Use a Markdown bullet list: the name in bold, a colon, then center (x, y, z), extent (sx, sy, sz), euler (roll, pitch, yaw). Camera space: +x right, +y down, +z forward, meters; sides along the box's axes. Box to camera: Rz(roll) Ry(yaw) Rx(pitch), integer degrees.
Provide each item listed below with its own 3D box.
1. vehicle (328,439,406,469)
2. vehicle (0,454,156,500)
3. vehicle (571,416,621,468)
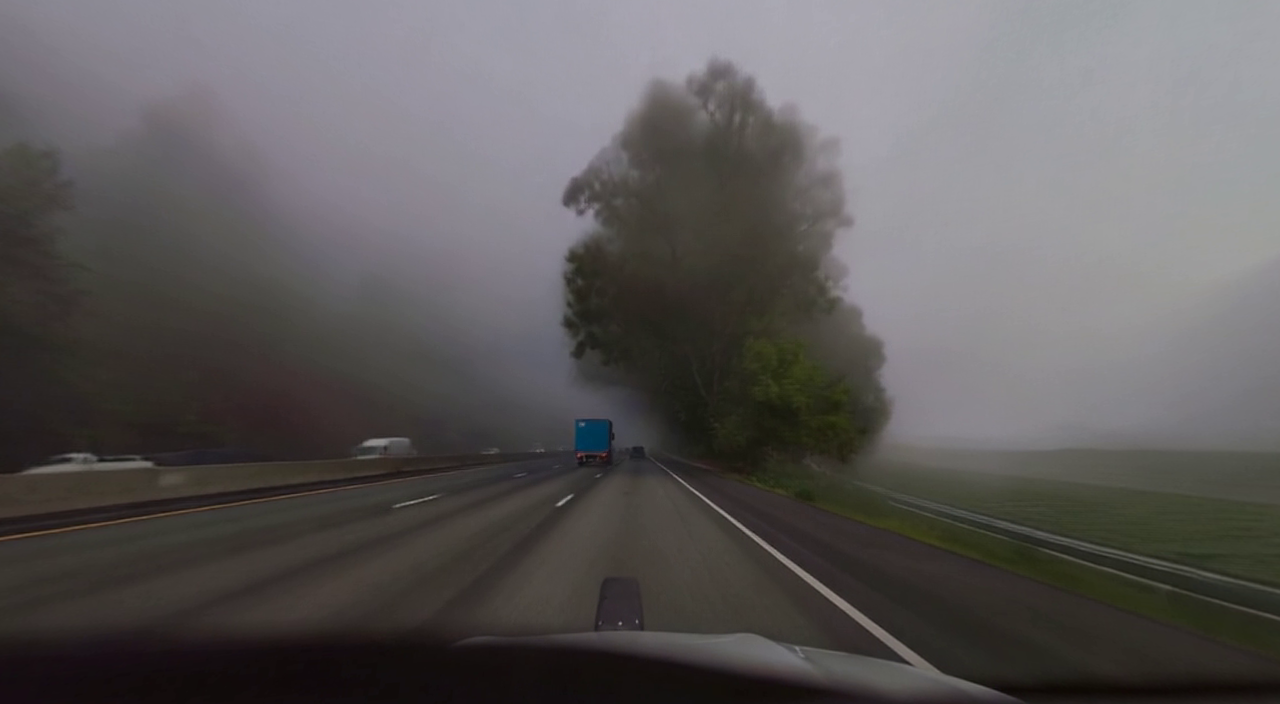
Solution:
- **vehicle**: center (-17.481, 6.553, 40.811), extent (2.500, 1.763, 5.756), euler (0, -9, 0)
- **vehicle**: center (-21.341, 4.730, 24.297), extent (1.915, 1.525, 4.408), euler (0, -9, 0)
- **vehicle**: center (-2.963, 6.421, 45.052), extent (2.874, 3.309, 8.208), euler (0, -8, 0)
